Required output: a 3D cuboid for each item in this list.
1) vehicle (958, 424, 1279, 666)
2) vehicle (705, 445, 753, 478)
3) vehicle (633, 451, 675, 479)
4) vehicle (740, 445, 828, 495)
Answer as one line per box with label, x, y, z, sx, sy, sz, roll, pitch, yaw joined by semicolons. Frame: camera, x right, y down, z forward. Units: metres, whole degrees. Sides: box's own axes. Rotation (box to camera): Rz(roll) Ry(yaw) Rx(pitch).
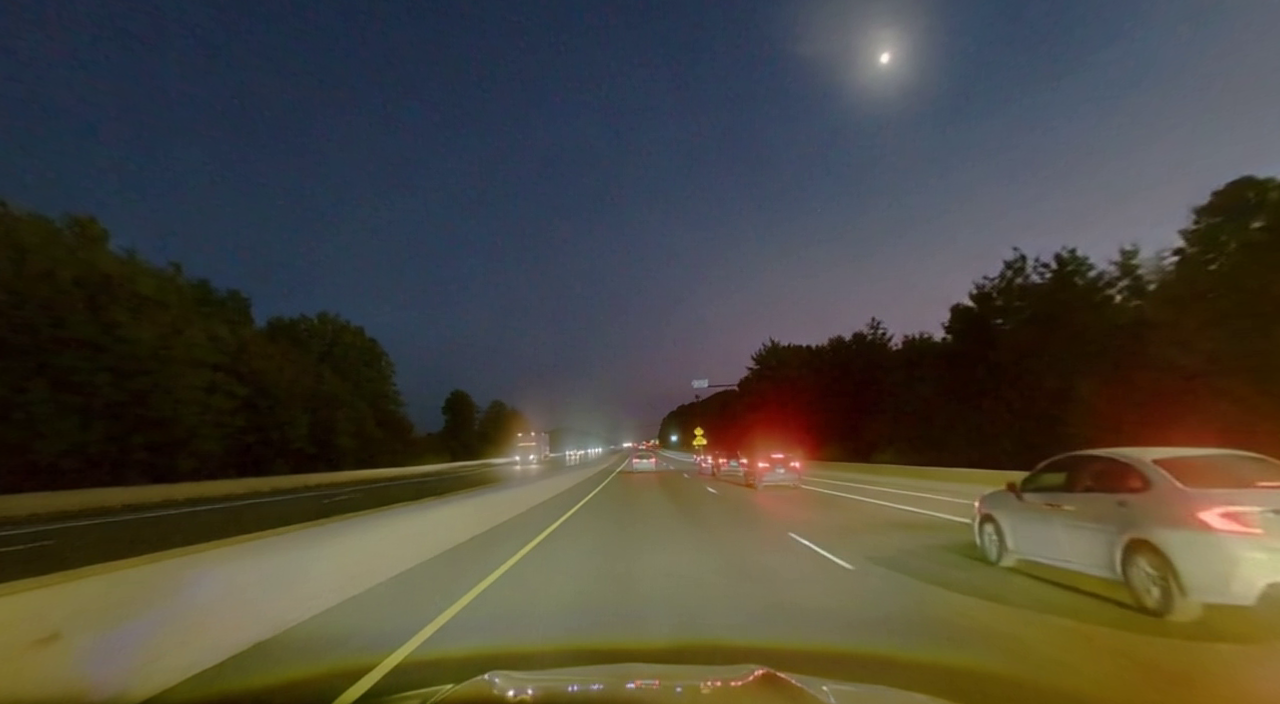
vehicle;4.819;1.402;5.291;1.827;1.462;4.697;0;-9;0
vehicle;4.748;5.893;34.246;1.969;1.639;4.472;0;-9;0
vehicle;0.676;5.730;32.133;2.012;1.320;3.777;0;-9;0
vehicle;4.701;3.904;21.153;1.952;1.495;3.740;0;-9;-1
